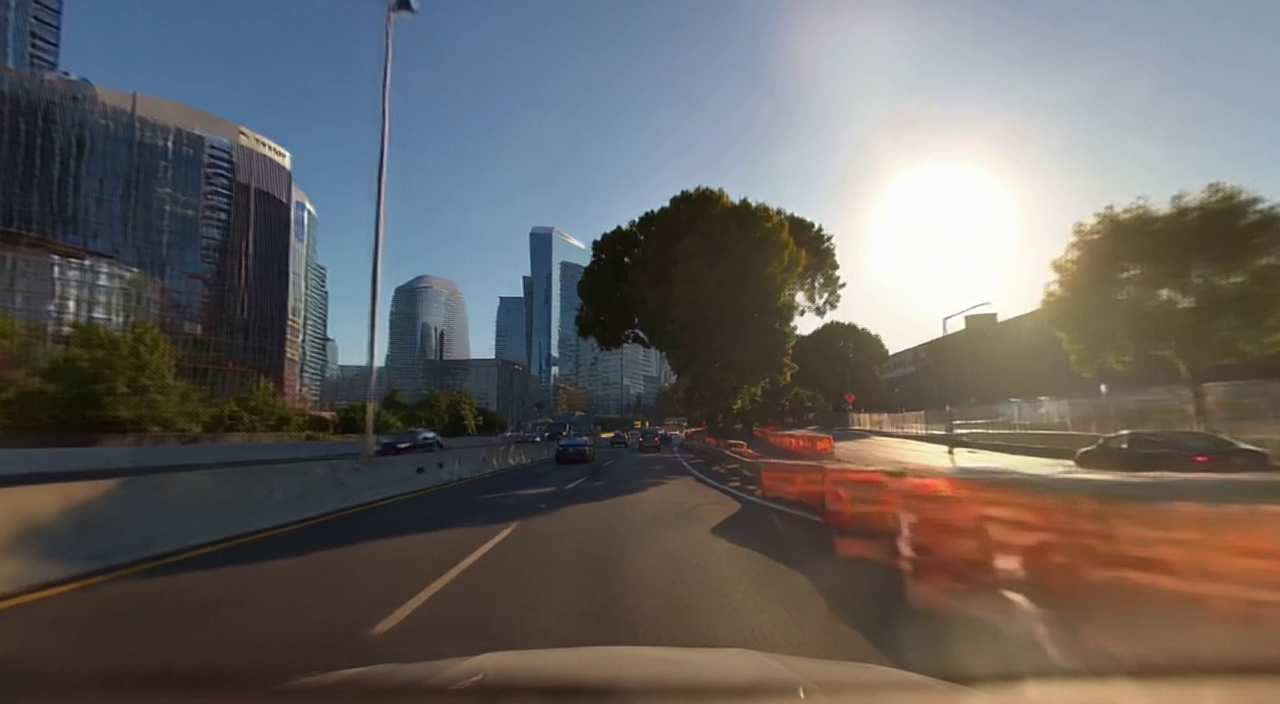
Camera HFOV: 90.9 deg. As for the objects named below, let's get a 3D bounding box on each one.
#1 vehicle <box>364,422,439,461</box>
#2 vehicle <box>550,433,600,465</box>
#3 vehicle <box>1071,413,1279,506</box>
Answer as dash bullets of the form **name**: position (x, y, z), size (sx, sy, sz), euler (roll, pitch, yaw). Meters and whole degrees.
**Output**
- **vehicle**: position (-13.008, 4.923, 34.782), size (2.013, 1.983, 4.980), euler (0, -8, 2)
- **vehicle**: position (-3.096, 4.702, 30.814), size (1.848, 1.406, 4.013), euler (0, -8, 2)
- **vehicle**: position (10.444, 2.005, 12.163), size (1.913, 1.499, 3.581), euler (-1, -8, 6)
